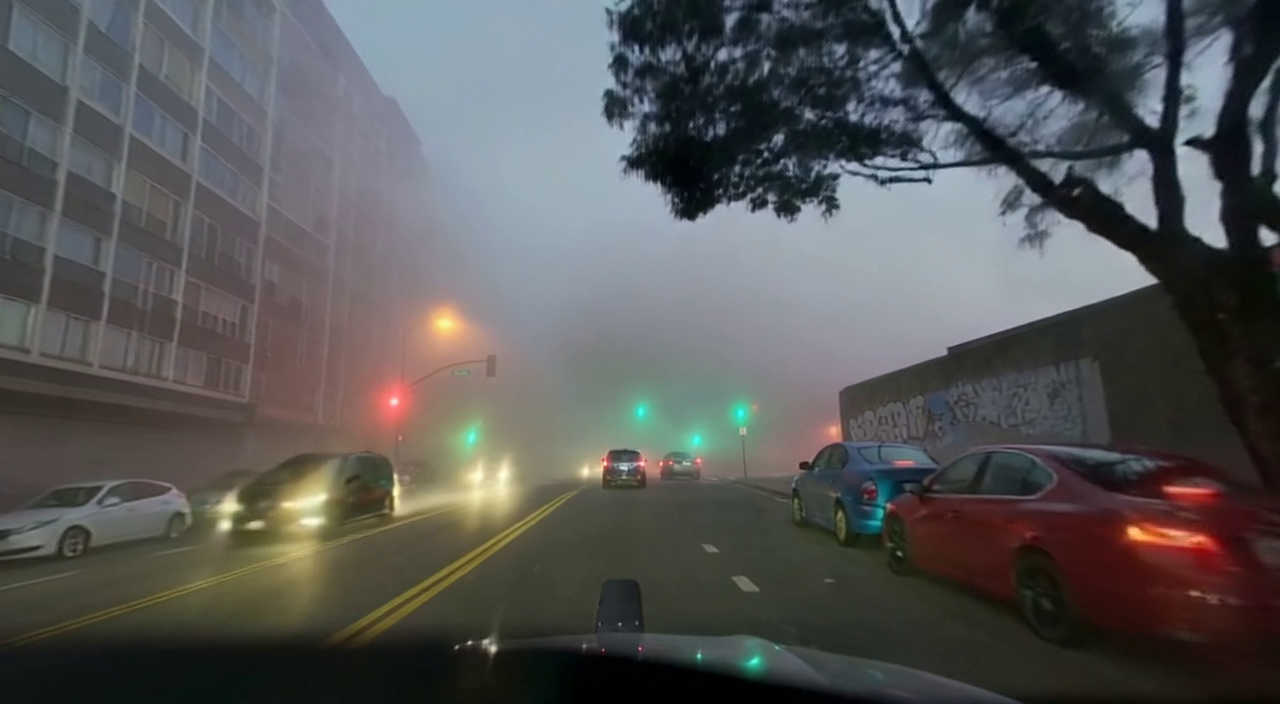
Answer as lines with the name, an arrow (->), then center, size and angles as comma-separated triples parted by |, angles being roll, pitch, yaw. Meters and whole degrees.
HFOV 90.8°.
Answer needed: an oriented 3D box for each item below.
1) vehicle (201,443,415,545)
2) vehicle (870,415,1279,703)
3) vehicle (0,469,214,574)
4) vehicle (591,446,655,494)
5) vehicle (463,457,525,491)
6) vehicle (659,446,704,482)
vehicle -> -6.597, 2.807, 13.290 | 2.147, 1.747, 4.409 | 0, -8, -1
vehicle -> 4.140, 1.558, 6.054 | 2.032, 1.687, 4.374 | 0, -8, -3
vehicle -> -11.053, 3.353, 13.018 | 1.741, 1.506, 4.370 | -5, -8, -3
vehicle -> -0.614, 4.292, 23.458 | 2.166, 1.579, 4.300 | 0, -8, -1
vehicle -> -6.952, 5.859, 30.620 | 2.040, 1.402, 4.237 | 0, -8, -1
vehicle -> 2.251, 5.930, 33.657 | 2.207, 1.761, 4.292 | -1, -8, 5
